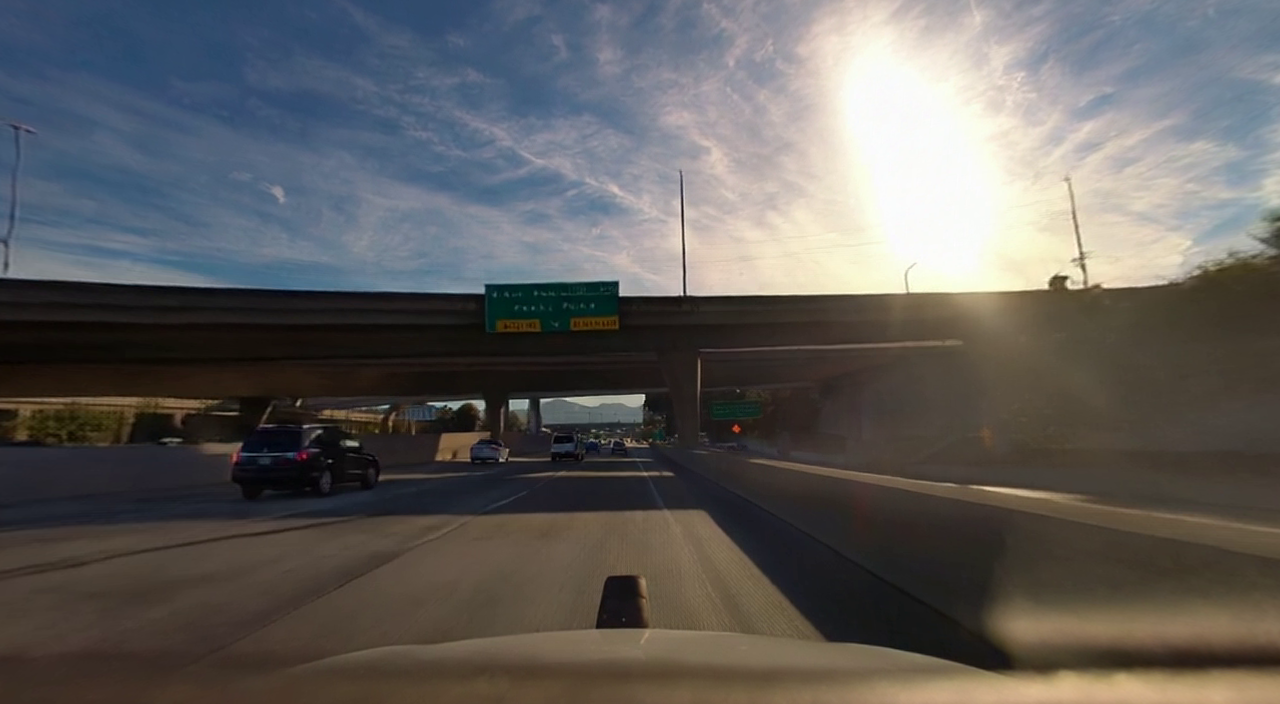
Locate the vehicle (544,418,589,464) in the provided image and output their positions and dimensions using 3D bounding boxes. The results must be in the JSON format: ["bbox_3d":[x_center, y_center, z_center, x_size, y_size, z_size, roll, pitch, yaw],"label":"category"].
[{"bbox_3d":[-4.800,5.986,42.082,2.301,2.843,6.458,0,-8,-1],"label":"vehicle"}]

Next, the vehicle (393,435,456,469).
[{"bbox_3d":[-11.583,5.391,34.037,1.900,1.726,4.236,0,-8,-1],"label":"vehicle"}]

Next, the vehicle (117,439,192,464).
[{"bbox_3d":[-37.832,7.772,49.062,2.125,1.820,4.546,0,-8,0],"label":"vehicle"}]

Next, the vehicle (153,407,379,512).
[{"bbox_3d":[-7.917,2.335,14.033,2.179,1.948,4.618,0,-8,0],"label":"vehicle"}]

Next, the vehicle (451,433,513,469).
[{"bbox_3d":[-8.276,5.249,33.422,2.109,1.784,4.709,0,-8,-1],"label":"vehicle"}]
